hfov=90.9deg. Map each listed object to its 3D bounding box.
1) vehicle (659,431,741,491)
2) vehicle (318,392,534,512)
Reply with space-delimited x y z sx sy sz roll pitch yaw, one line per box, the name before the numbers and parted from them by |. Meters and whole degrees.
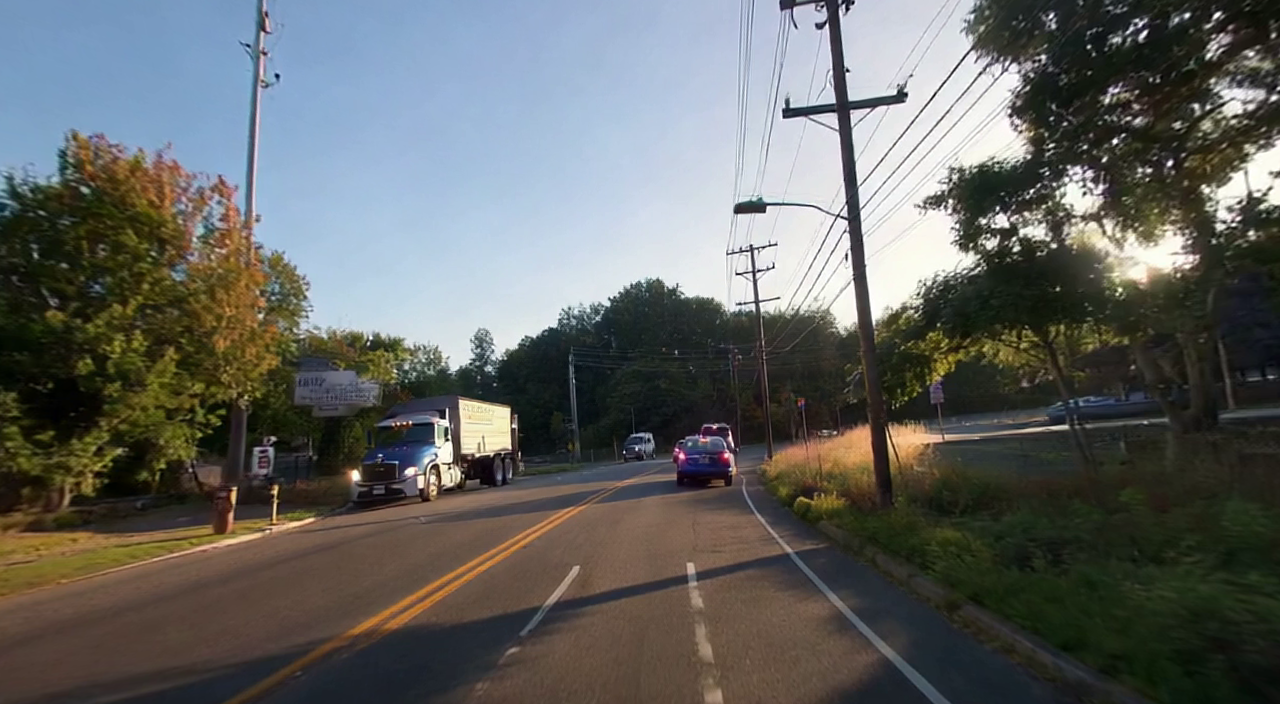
vehicle | 1.780 3.052 17.936 2.081 1.503 3.726 -1 -9 8
vehicle | -6.868 3.204 21.840 3.395 3.071 7.634 -8 -6 12
